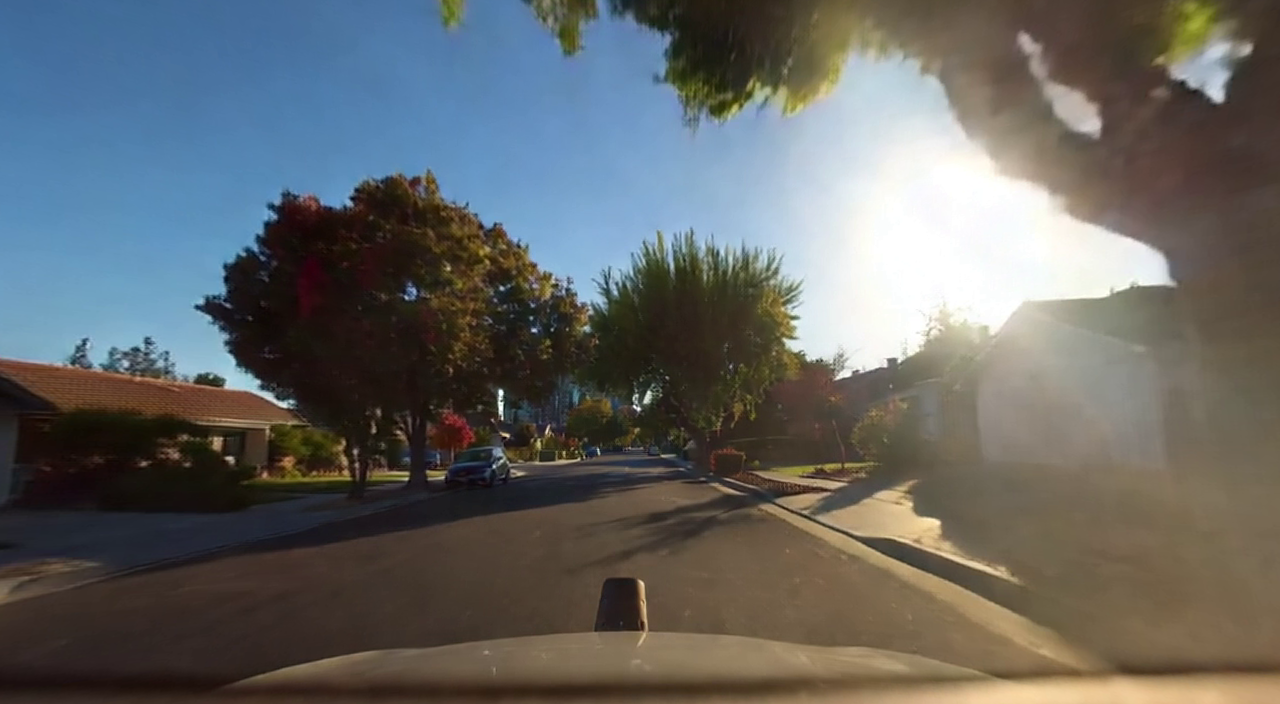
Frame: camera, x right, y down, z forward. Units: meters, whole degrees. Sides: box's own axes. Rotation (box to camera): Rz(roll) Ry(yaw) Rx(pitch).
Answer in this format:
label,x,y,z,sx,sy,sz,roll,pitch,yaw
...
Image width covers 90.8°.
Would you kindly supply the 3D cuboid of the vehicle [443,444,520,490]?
label,x,y,z,sx,sy,sz,roll,pitch,yaw
vehicle,-6.585,4.837,26.927,2.078,1.745,5.119,0,-9,-1
